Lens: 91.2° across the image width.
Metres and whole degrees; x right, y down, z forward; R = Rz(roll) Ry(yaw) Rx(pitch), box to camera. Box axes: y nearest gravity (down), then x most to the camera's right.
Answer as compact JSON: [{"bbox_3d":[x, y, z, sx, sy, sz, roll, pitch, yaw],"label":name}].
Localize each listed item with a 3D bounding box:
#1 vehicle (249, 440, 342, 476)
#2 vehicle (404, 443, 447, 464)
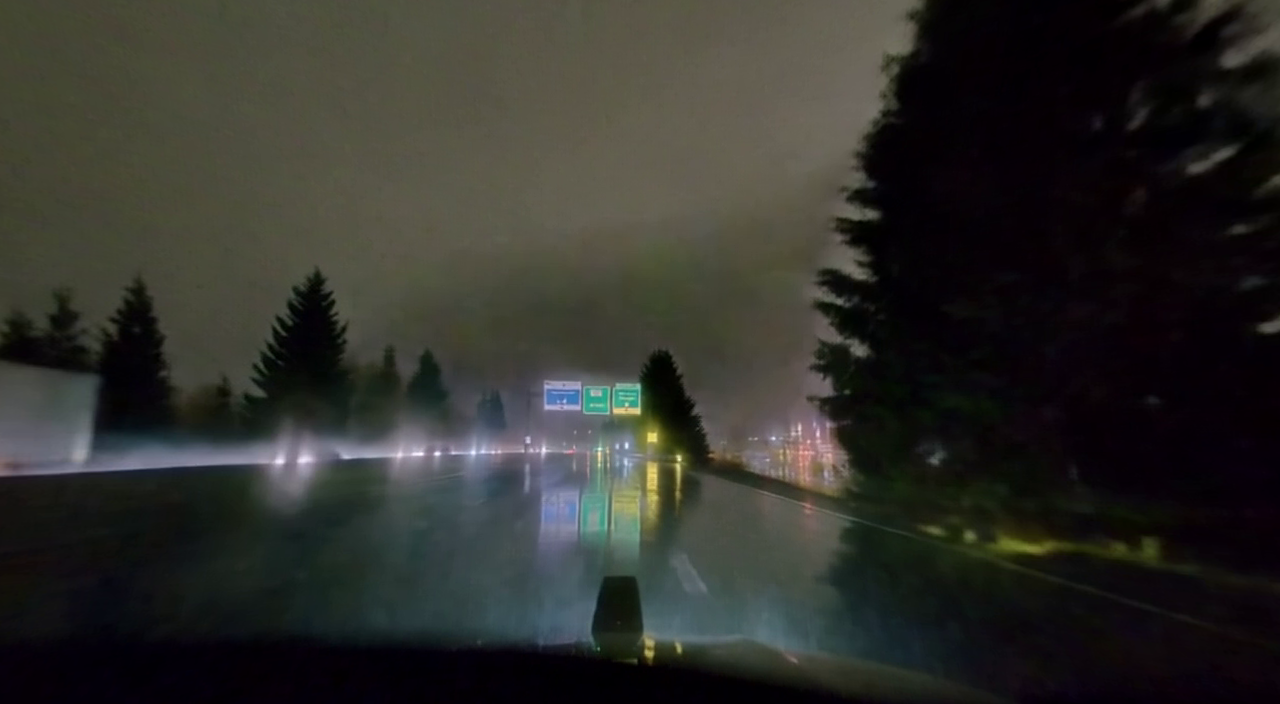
[{"bbox_3d":[-15.383,4.754,28.276,1.853,1.463,4.476,0,-9,-3],"label":"vehicle"},{"bbox_3d":[-16.545,7.852,48.524,1.916,1.524,4.522,0,-9,-3],"label":"vehicle"}]
